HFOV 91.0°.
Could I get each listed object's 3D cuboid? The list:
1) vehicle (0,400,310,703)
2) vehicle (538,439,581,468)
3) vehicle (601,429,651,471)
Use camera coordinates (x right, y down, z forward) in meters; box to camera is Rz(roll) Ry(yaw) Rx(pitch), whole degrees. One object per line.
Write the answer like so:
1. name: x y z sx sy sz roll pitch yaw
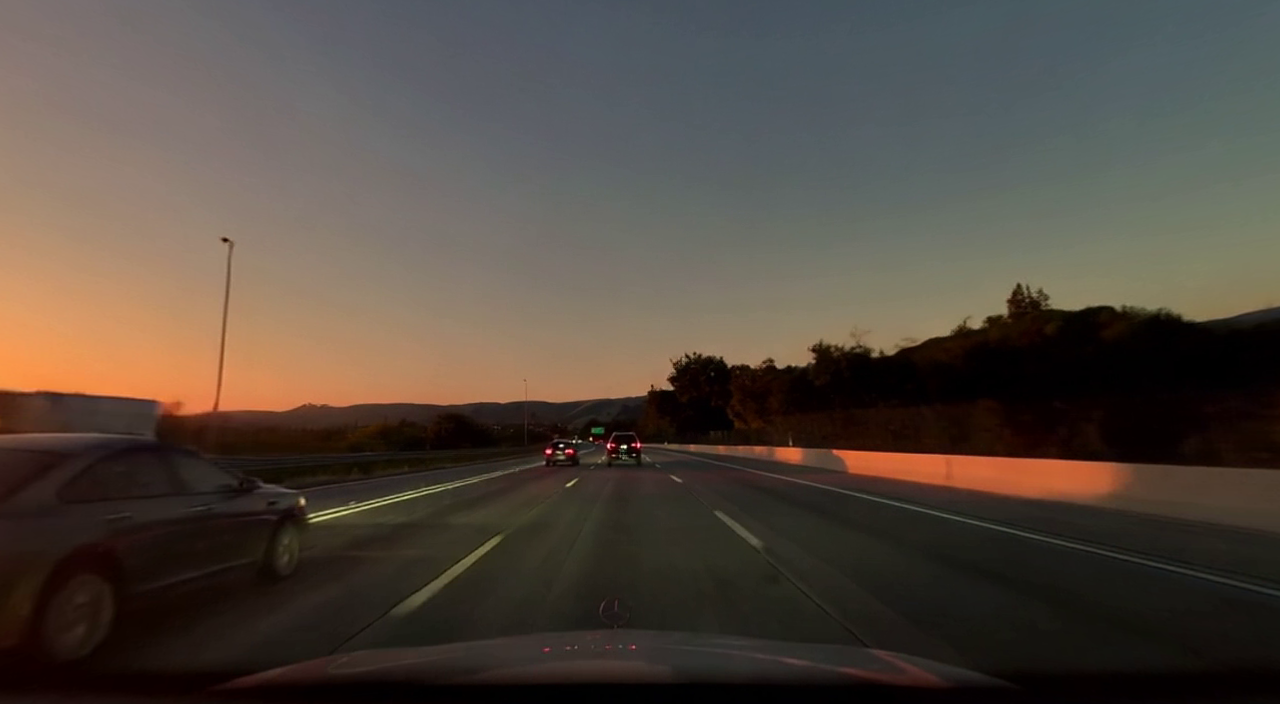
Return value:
1. vehicle: -4.233 1.185 4.262 1.945 1.550 3.780 0 -8 -1
2. vehicle: -4.701 5.978 37.313 2.039 1.602 4.317 0 -8 -1
3. vehicle: -0.719 4.942 31.963 2.382 1.973 4.439 0 -8 -1
